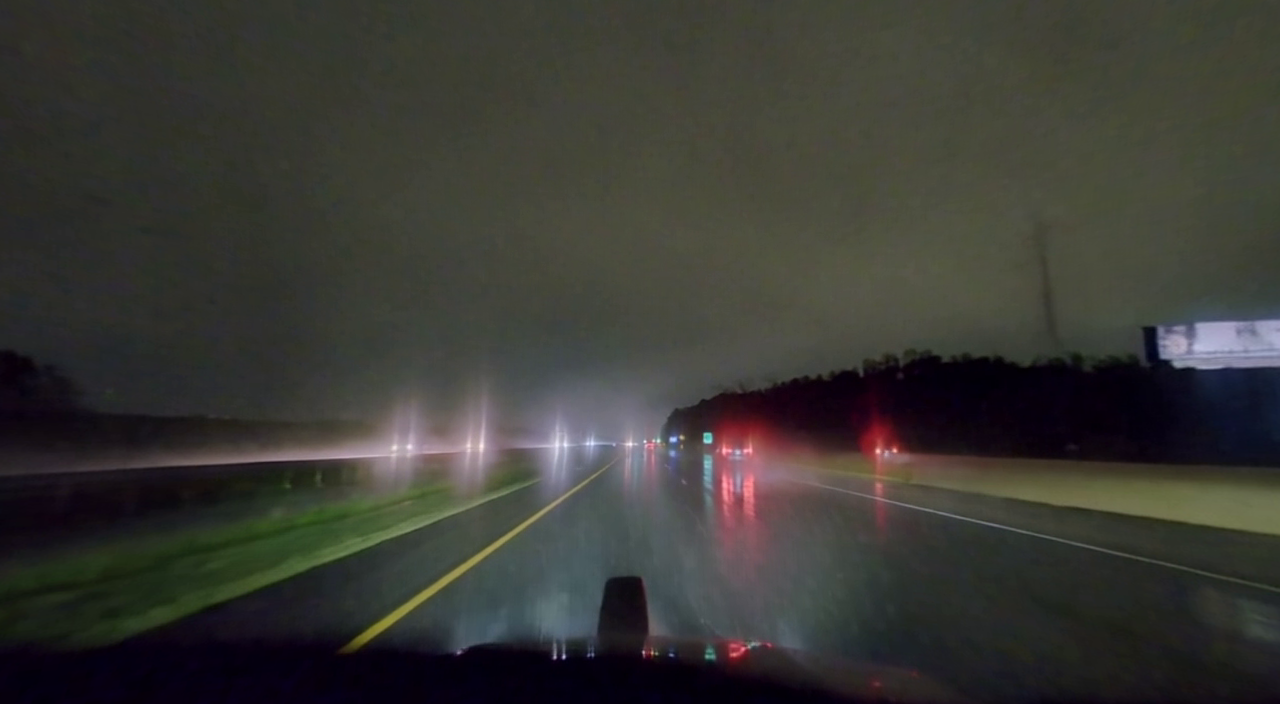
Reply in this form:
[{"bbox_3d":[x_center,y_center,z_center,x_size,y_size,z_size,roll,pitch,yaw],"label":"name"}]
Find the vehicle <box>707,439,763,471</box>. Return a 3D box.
[{"bbox_3d":[4.646,5.113,31.453,2.012,1.476,4.256,0,-8,-1],"label":"vehicle"}]
